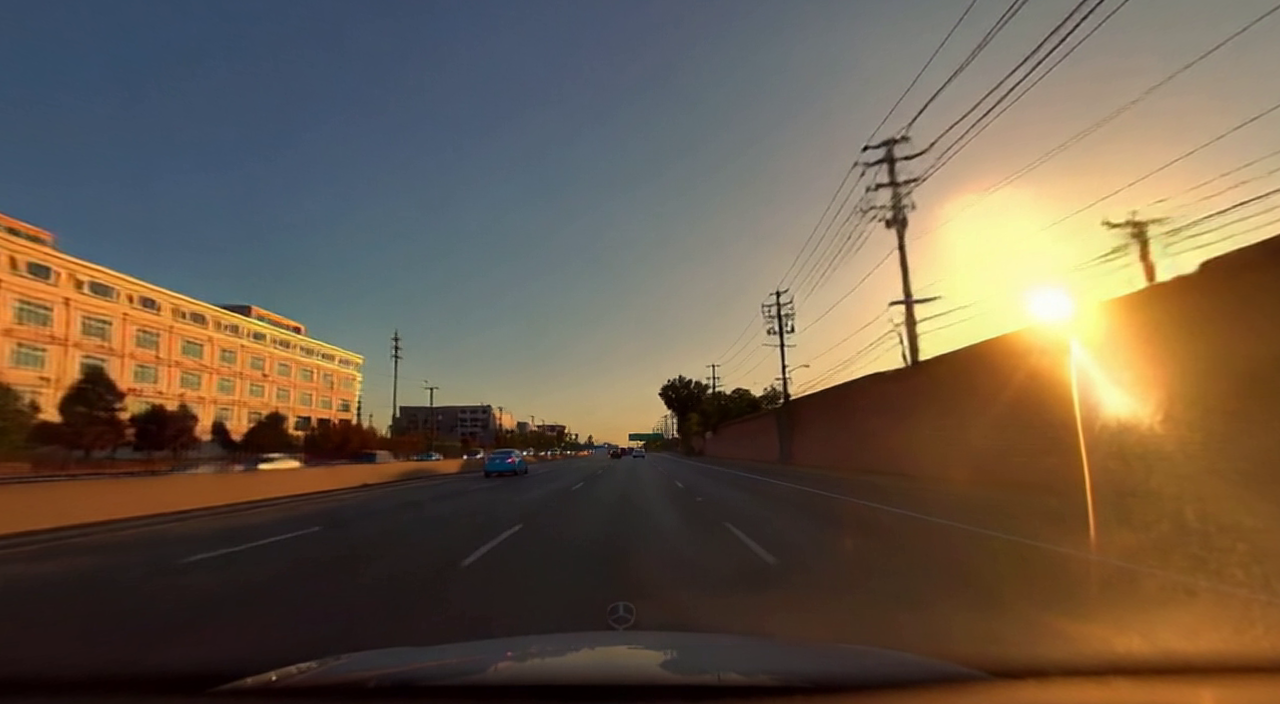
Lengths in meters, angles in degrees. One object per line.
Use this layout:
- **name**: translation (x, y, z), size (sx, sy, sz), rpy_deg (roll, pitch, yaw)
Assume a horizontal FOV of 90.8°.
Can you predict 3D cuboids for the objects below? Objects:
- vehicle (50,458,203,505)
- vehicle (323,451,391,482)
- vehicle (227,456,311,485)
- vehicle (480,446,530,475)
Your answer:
- **vehicle**: translation (-18.778, 4.710, 23.438), size (1.905, 1.462, 4.471), rpy_deg (0, -9, 0)
- **vehicle**: translation (-14.907, 6.023, 33.464), size (1.759, 1.469, 3.876), rpy_deg (0, -9, 0)
- **vehicle**: translation (-22.074, 7.022, 37.850), size (1.954, 1.514, 4.983), rpy_deg (0, -9, 0)
- **vehicle**: translation (-7.756, 6.253, 36.588), size (2.013, 1.574, 3.923), rpy_deg (0, -9, 0)
